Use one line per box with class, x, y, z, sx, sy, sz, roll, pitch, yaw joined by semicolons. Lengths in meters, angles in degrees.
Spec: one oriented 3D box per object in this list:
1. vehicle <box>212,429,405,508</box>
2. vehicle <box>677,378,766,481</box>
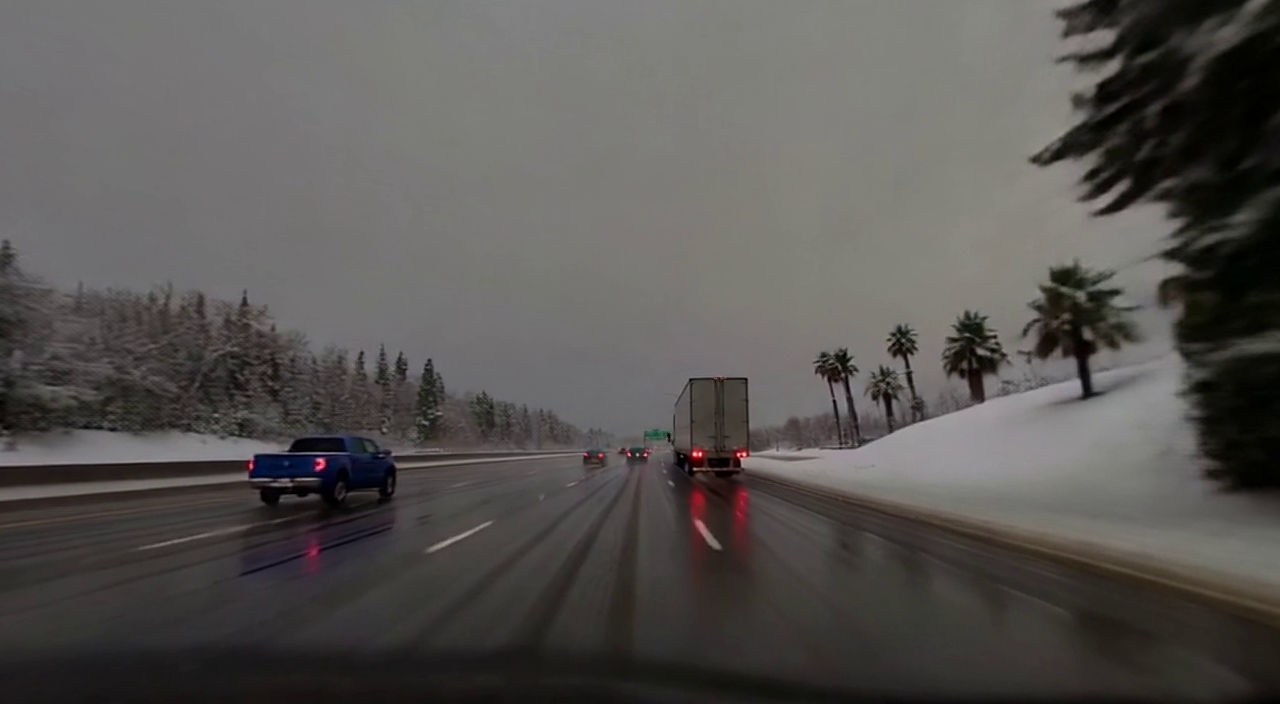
vehicle;-8.254;2.942;16.407;2.264;1.728;4.940;0;-9;1
vehicle;3.705;4.241;33.286;2.891;4.123;16.415;0;-8;1
